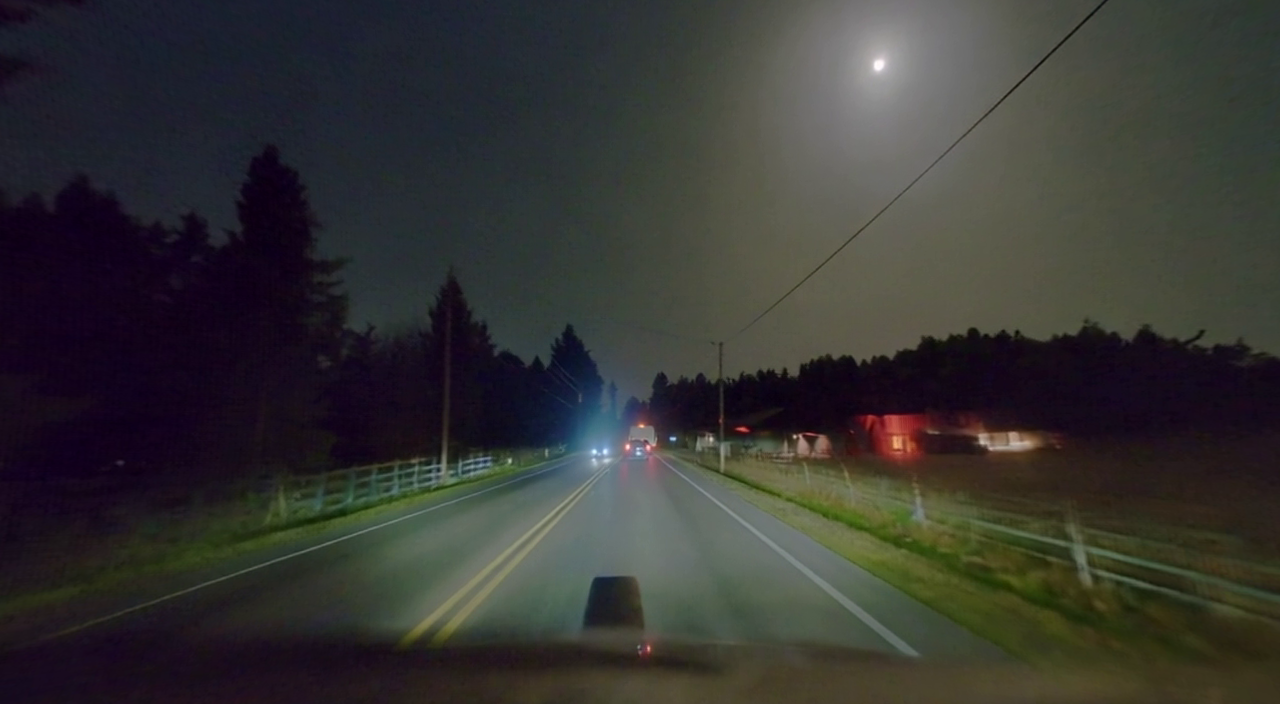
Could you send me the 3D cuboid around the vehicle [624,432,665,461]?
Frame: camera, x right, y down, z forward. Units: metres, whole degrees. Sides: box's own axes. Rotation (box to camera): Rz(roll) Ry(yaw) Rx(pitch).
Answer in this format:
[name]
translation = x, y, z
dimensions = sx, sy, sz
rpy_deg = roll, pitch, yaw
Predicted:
[vehicle]
translation = 0.186, 6.592, 44.121
dimensions = 2.649, 1.870, 5.885
rpy_deg = 0, -8, -2
